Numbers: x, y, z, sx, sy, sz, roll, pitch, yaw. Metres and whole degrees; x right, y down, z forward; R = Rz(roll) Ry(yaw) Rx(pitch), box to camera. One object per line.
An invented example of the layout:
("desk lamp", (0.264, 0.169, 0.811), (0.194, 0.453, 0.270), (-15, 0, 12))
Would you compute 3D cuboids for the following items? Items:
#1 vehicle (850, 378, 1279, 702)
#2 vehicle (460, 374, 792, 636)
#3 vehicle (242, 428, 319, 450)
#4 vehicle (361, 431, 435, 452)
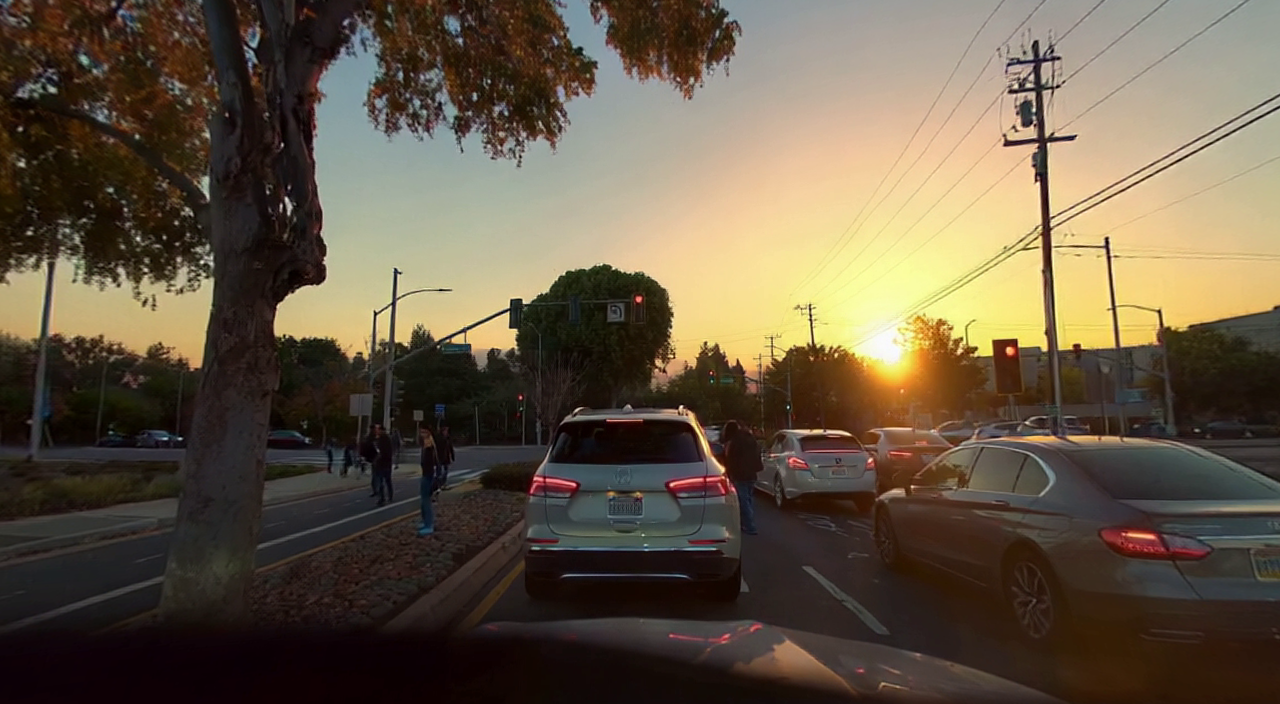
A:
("vehicle", (3.555, 1.294, 5.558), (1.948, 1.677, 4.437), (0, -8, 1))
("vehicle", (-0.143, 1.365, 6.632), (2.271, 1.786, 4.443), (0, -8, -1))
("vehicle", (-26.846, 6.530, 47.203), (4.587, 1.639, 1.878), (0, -8, 0))
("vehicle", (-17.758, 6.560, 46.365), (4.607, 1.478, 1.995), (0, -8, 0))
